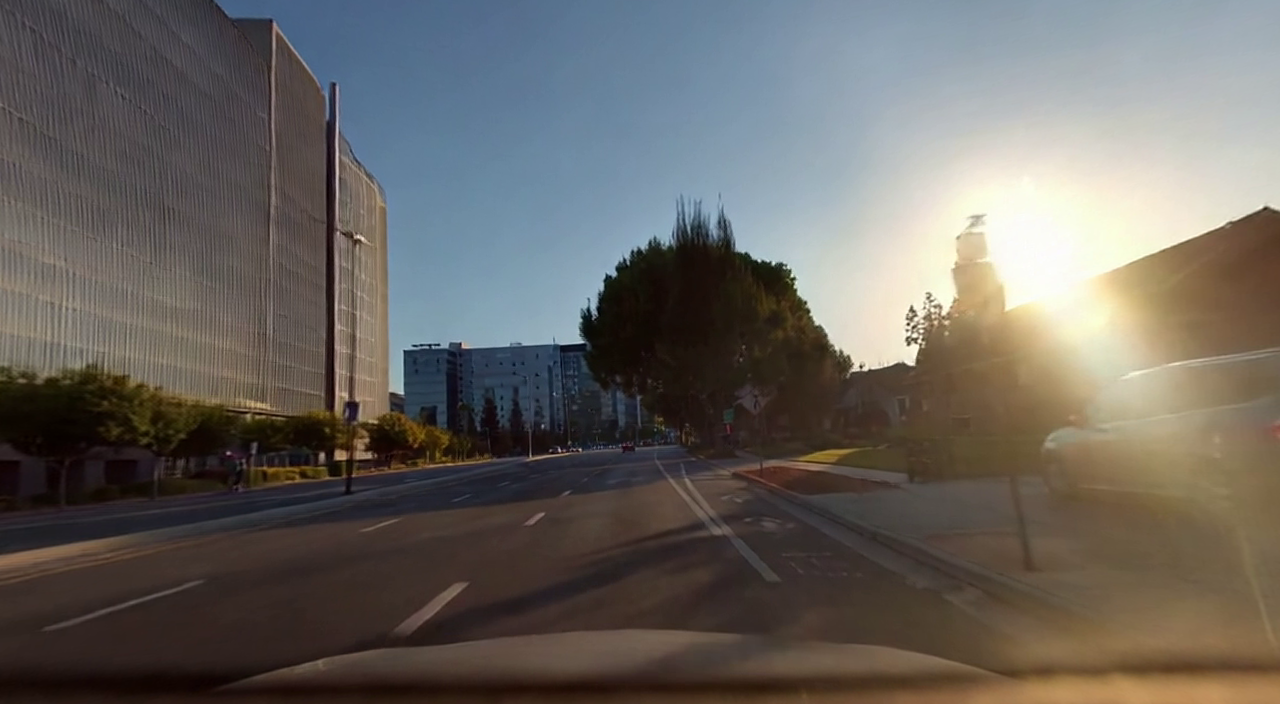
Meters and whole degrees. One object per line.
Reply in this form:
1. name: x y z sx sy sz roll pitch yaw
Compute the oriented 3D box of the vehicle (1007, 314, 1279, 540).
1. vehicle: 6.660 0.921 7.274 2.038 1.941 4.943 0 -8 2
